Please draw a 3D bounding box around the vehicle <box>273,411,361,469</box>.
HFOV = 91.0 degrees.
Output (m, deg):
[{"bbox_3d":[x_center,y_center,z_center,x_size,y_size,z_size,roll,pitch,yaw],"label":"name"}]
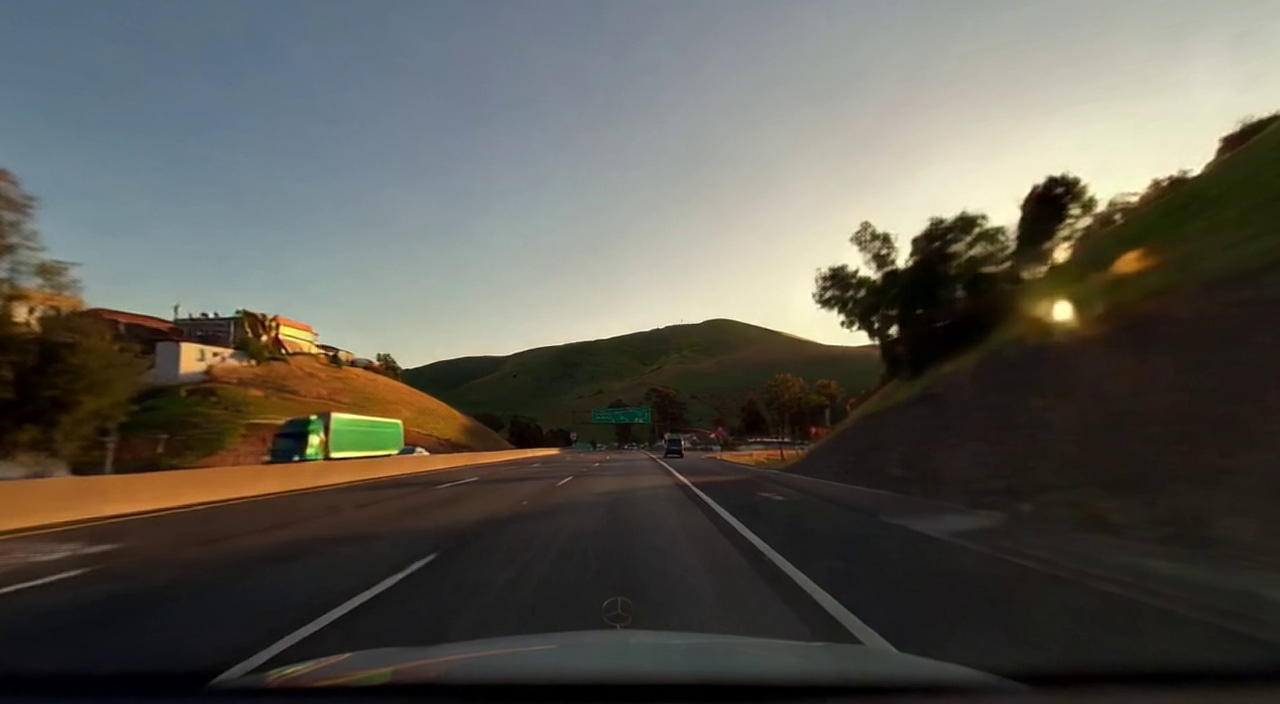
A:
[{"bbox_3d":[-24.162,6.610,47.459,3.426,4.013,5.999,0,-8,-1],"label":"vehicle"}]
